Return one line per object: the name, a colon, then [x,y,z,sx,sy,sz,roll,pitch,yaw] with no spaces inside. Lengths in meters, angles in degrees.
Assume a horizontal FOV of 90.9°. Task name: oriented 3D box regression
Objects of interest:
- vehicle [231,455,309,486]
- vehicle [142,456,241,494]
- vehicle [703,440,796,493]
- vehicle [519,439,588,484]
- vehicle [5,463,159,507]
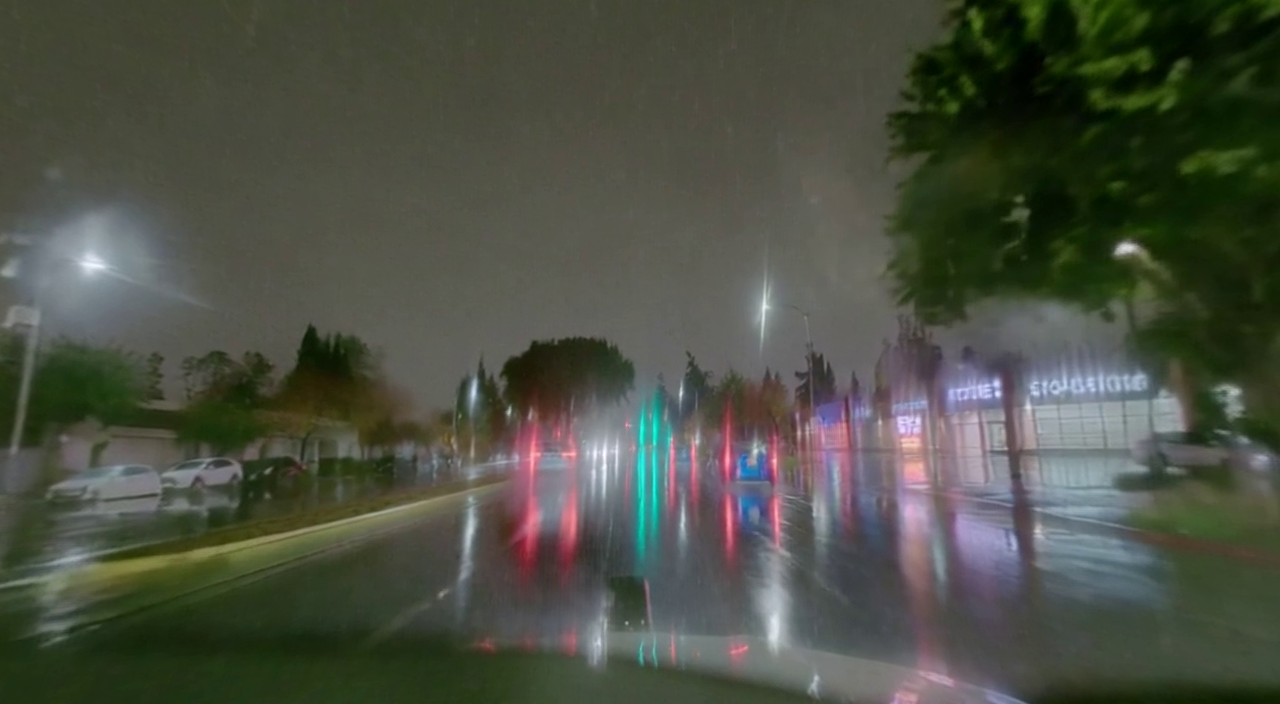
vehicle: [-22.476,7.190,38.512,1.922,1.682,4.638,0,-8,0]
vehicle: [-22.657,6.204,32.064,1.853,1.693,4.233,0,-8,1]
vehicle: [3.325,3.562,20.095,2.083,1.474,4.360,0,-8,-1]
vehicle: [-3.368,4.362,25.402,2.113,1.626,4.129,0,-8,1]
vehicle: [-22.563,5.358,25.808,2.059,1.463,4.780,0,-8,-2]
